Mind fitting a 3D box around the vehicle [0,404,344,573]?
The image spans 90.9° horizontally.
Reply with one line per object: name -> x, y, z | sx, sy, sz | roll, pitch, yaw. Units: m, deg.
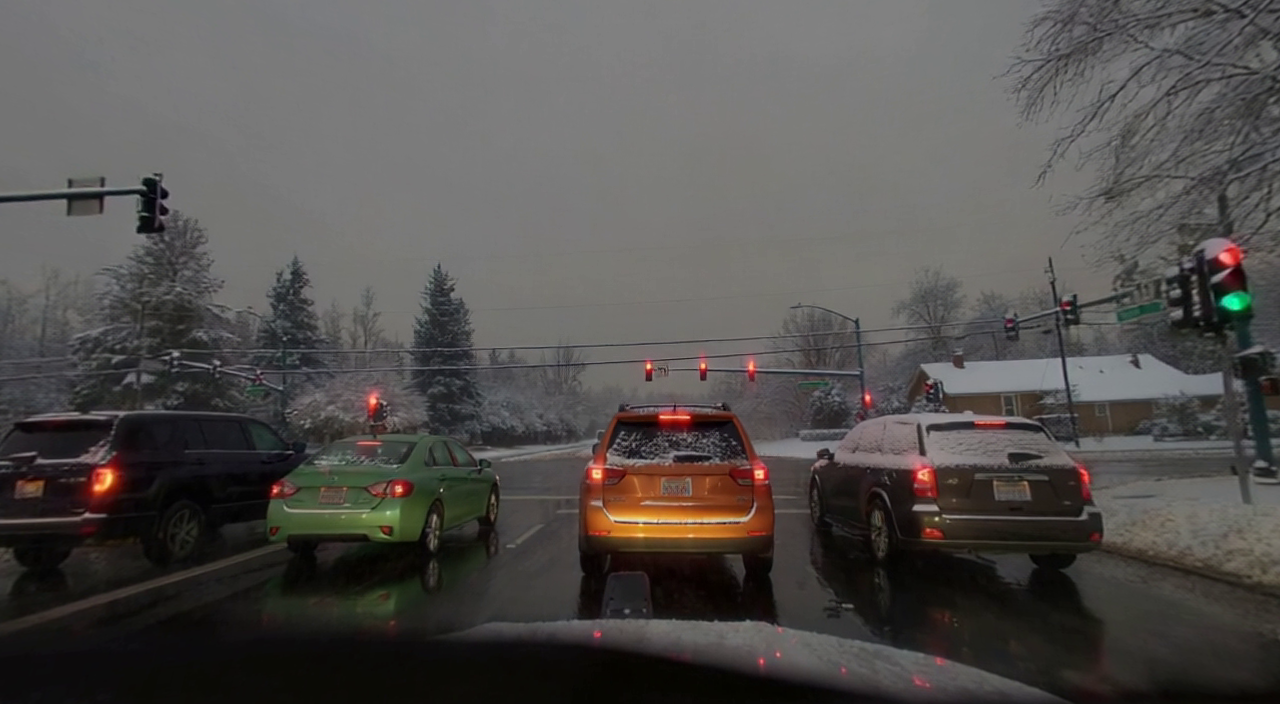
vehicle -> -6.633, 1.826, 9.244 | 2.075, 1.796, 4.785 | 0, -8, 2

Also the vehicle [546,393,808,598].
vehicle -> 0.387, 1.518, 7.490 | 2.198, 1.708, 4.170 | 0, -8, 2

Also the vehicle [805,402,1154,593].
vehicle -> 3.519, 1.588, 7.749 | 2.047, 1.638, 4.395 | -1, -8, 4

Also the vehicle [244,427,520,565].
vehicle -> -3.244, 1.884, 9.096 | 1.885, 1.475, 4.359 | -1, -8, 4
